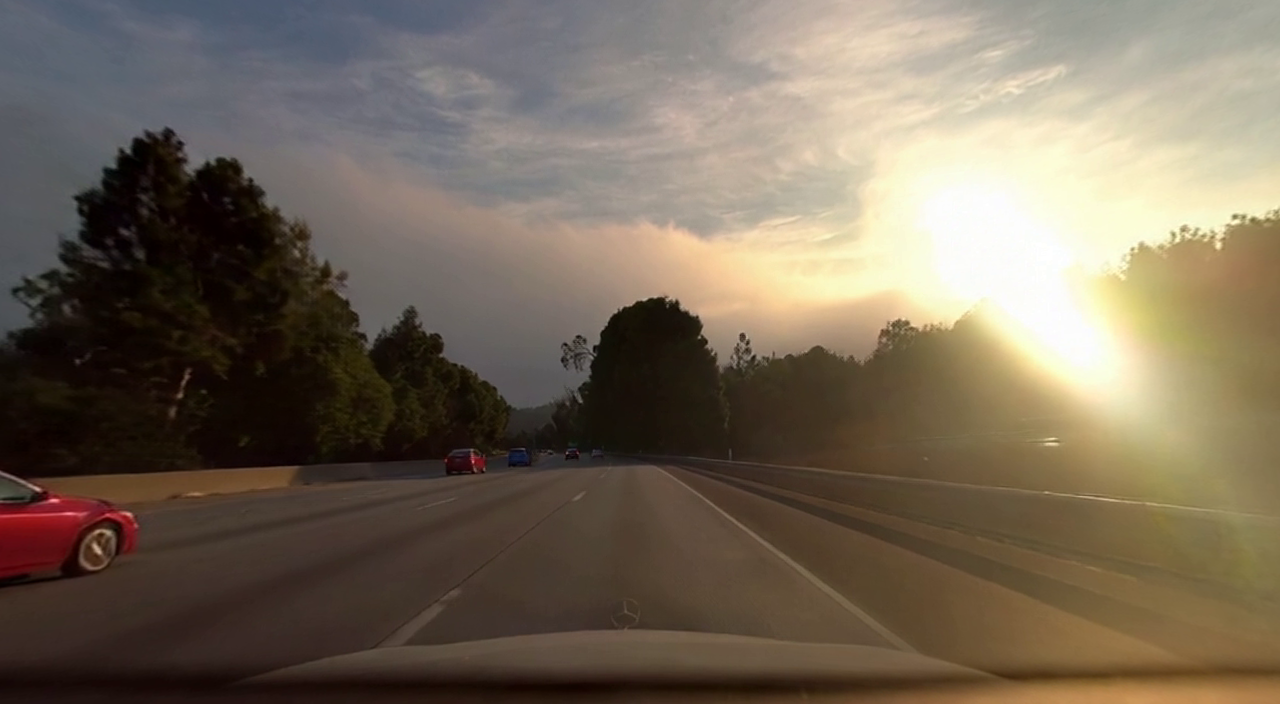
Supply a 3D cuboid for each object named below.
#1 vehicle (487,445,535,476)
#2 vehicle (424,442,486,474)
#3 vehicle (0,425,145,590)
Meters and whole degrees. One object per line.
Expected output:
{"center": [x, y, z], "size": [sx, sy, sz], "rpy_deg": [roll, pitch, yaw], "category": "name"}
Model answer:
{"center": [-7.609, 6.444, 37.653], "size": [2.060, 1.680, 4.255], "rpy_deg": [0, -9, -2], "category": "vehicle"}
{"center": [-11.837, 6.804, 40.707], "size": [2.425, 1.926, 5.584], "rpy_deg": [0, -9, -2], "category": "vehicle"}
{"center": [-7.290, 1.406, 5.423], "size": [2.133, 1.586, 4.869], "rpy_deg": [0, -9, -1], "category": "vehicle"}
